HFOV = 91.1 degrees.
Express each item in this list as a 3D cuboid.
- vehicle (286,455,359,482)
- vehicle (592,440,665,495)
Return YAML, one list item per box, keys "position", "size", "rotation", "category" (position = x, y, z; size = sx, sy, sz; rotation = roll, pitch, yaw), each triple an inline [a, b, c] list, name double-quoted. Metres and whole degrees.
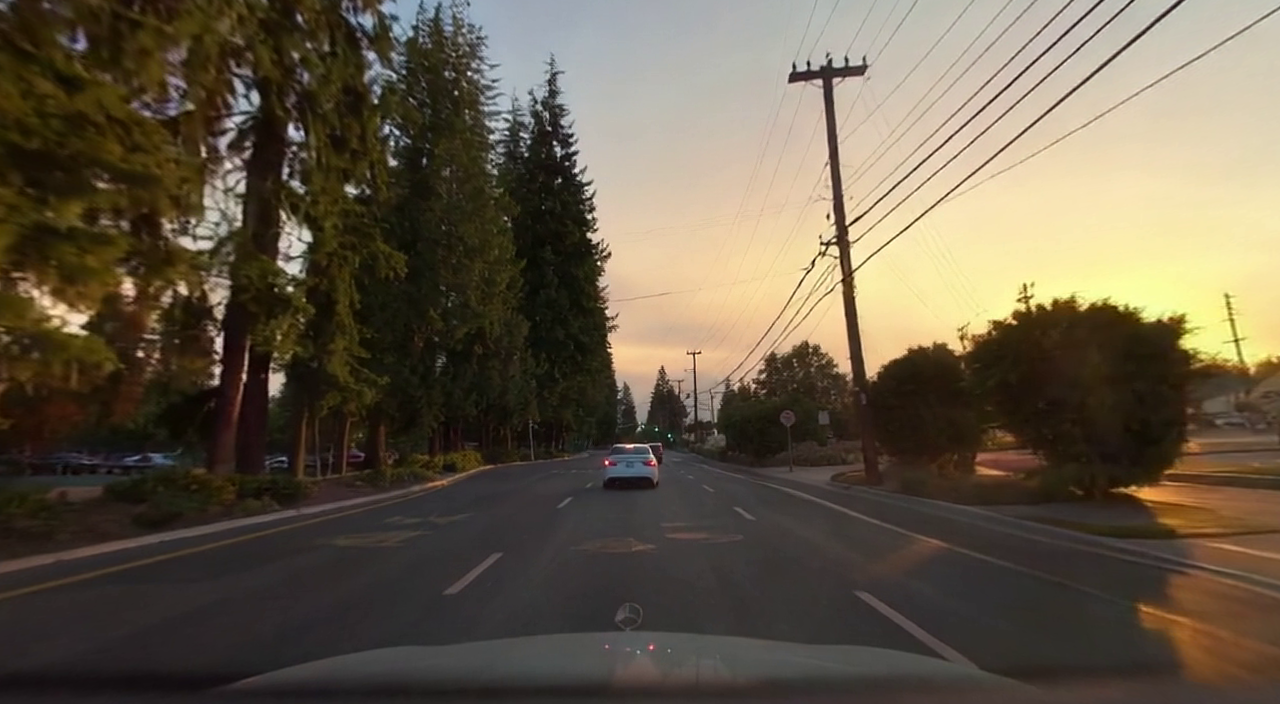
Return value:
- position: [-19.331, 7.076, 38.442]
  size: [1.934, 1.457, 4.741]
  rotation: [0, -9, 1]
  category: "vehicle"
- position: [-0.316, 3.459, 19.174]
  size: [1.991, 1.463, 3.988]
  rotation: [0, -8, 0]
  category: "vehicle"
